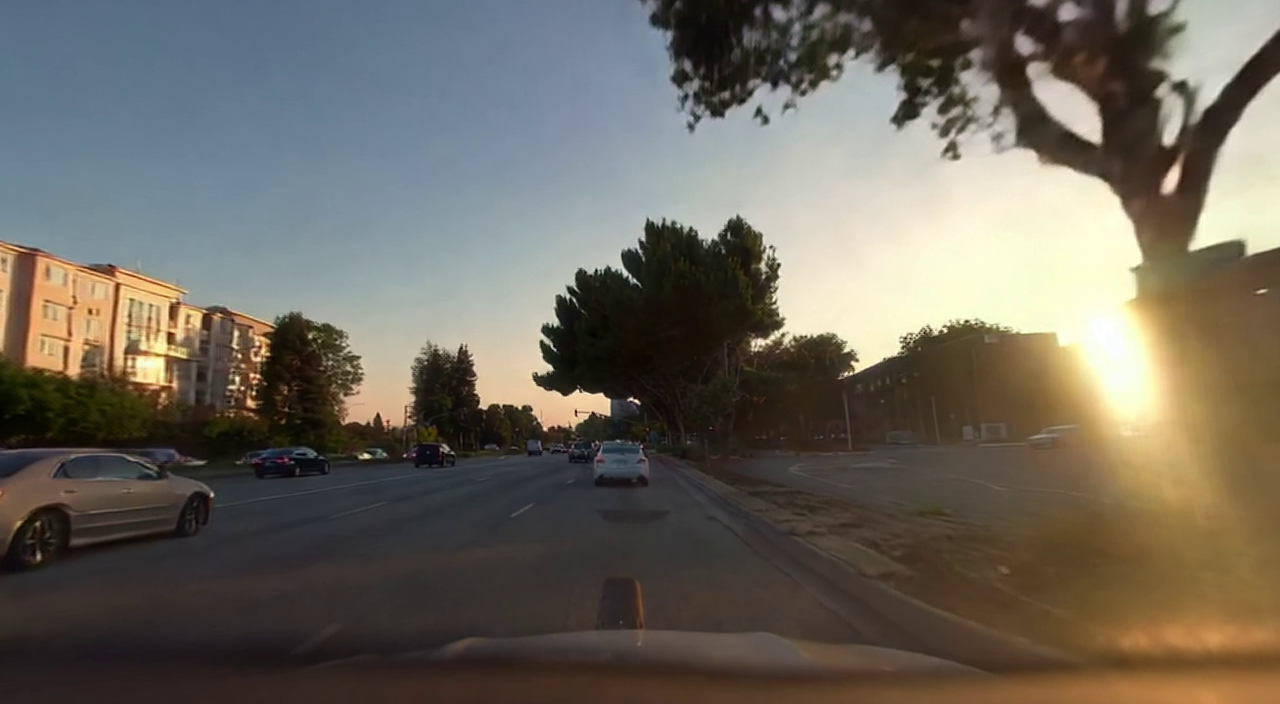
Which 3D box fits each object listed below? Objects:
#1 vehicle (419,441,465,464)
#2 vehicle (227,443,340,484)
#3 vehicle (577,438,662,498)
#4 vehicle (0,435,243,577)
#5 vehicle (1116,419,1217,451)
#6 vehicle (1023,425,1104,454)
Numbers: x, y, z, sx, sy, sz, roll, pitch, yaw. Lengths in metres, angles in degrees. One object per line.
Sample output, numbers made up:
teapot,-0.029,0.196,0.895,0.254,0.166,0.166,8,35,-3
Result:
vehicle,-15.107,7.701,48.452,2.064,1.686,4.380,0,-9,0
vehicle,-14.361,4.498,25.821,2.024,1.484,4.592,1,-9,-1
vehicle,-0.550,3.218,17.890,2.099,1.469,4.389,0,-9,-1
vehicle,-7.544,1.829,8.116,1.906,1.449,4.576,0,-9,0
vehicle,26.599,4.203,31.982,3.512,1.415,1.722,-2,-9,-4
vehicle,24.835,5.181,37.142,3.437,1.408,1.759,-3,-9,-5
